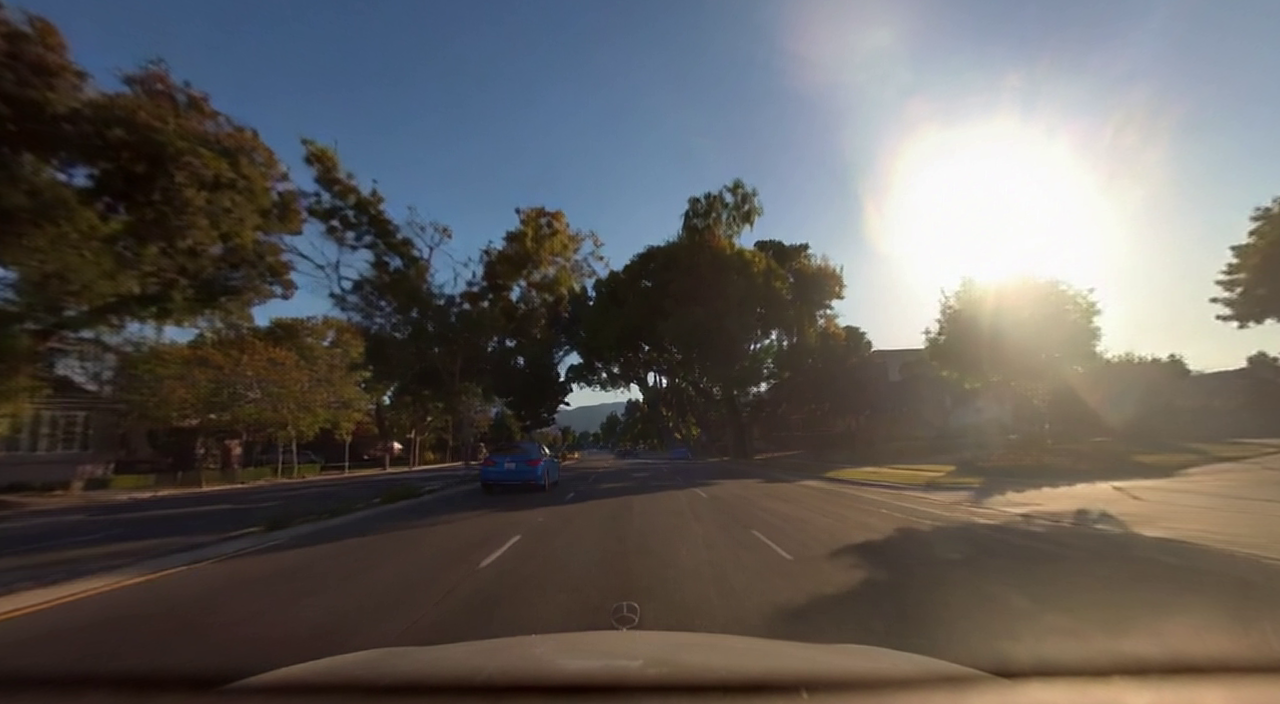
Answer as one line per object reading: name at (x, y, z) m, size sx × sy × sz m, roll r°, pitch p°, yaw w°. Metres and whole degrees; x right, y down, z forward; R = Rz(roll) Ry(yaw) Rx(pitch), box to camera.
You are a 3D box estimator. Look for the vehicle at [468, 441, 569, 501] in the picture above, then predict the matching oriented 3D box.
vehicle at (-3.306, 3.310, 18.061) m, size 2.005 × 1.477 × 4.169 m, roll -1°, pitch -8°, yaw 1°
